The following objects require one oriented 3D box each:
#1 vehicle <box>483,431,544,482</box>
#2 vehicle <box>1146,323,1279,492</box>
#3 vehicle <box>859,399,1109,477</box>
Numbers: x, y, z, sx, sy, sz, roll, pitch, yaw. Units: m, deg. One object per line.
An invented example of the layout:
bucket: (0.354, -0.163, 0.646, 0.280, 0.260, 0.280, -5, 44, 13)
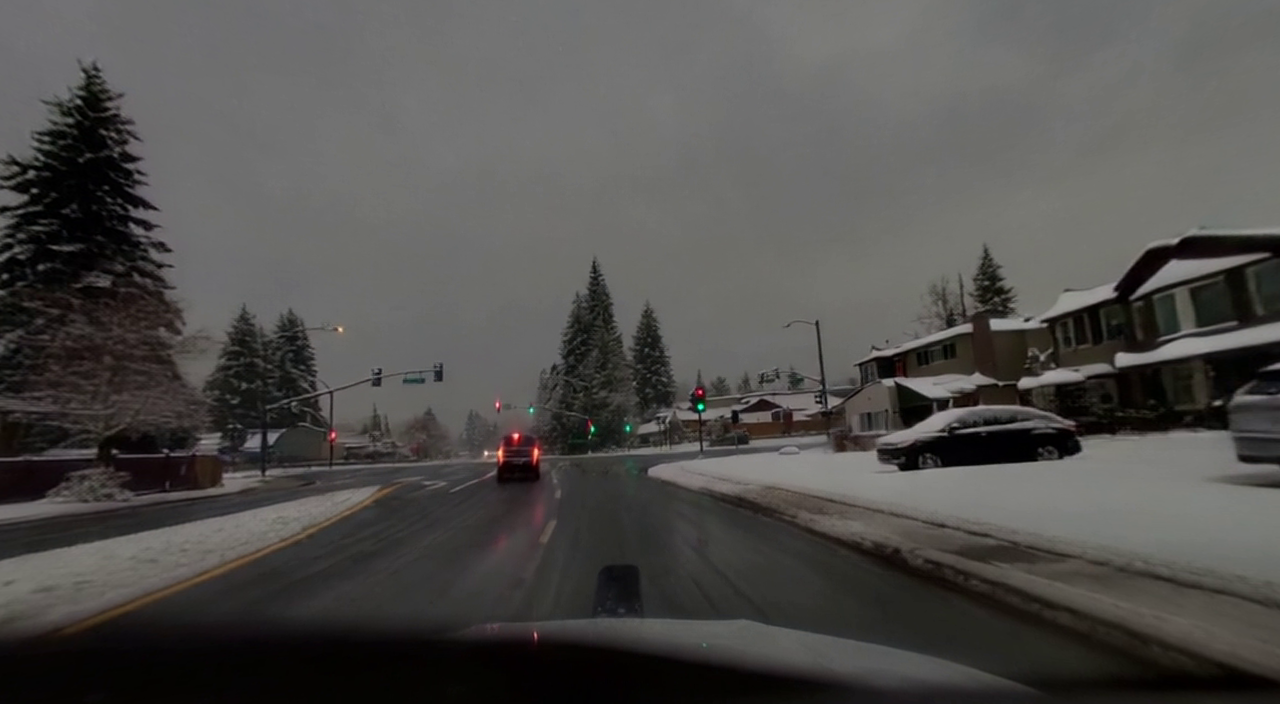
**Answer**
vehicle: (-4.934, 4.142, 25.237, 2.041, 1.834, 4.679, 1, -9, -7)
vehicle: (9.178, 0.738, 7.895, 4.542, 1.857, 2.021, 2, -9, -16)
vehicle: (7.738, 1.981, 14.494, 4.663, 1.618, 1.962, 1, -9, -7)
